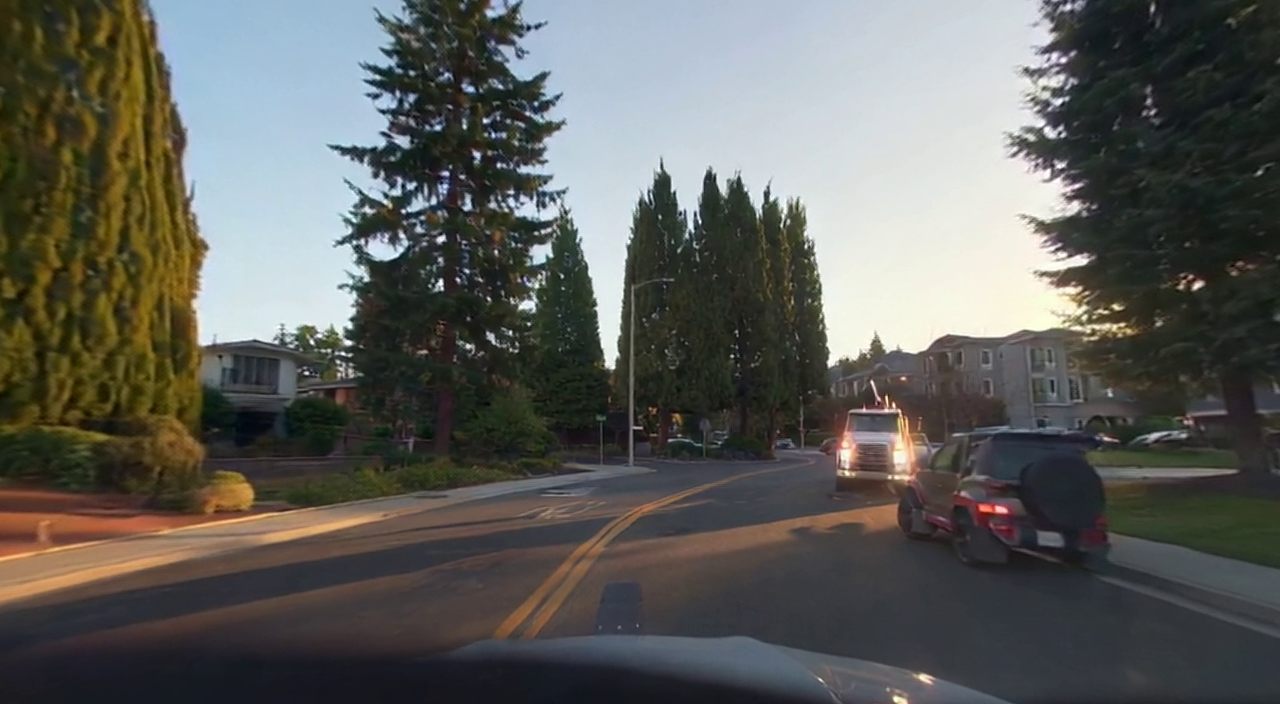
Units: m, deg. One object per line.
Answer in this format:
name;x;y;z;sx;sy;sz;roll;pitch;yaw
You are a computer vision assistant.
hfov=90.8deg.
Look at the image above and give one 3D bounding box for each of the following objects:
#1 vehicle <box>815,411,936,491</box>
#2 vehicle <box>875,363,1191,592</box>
vehicle;7.495;3.151;20.059;2.874;2.021;7.293;-4;-10;21
vehicle;4.480;1.464;7.897;2.043;2.250;3.024;-1;-9;5
